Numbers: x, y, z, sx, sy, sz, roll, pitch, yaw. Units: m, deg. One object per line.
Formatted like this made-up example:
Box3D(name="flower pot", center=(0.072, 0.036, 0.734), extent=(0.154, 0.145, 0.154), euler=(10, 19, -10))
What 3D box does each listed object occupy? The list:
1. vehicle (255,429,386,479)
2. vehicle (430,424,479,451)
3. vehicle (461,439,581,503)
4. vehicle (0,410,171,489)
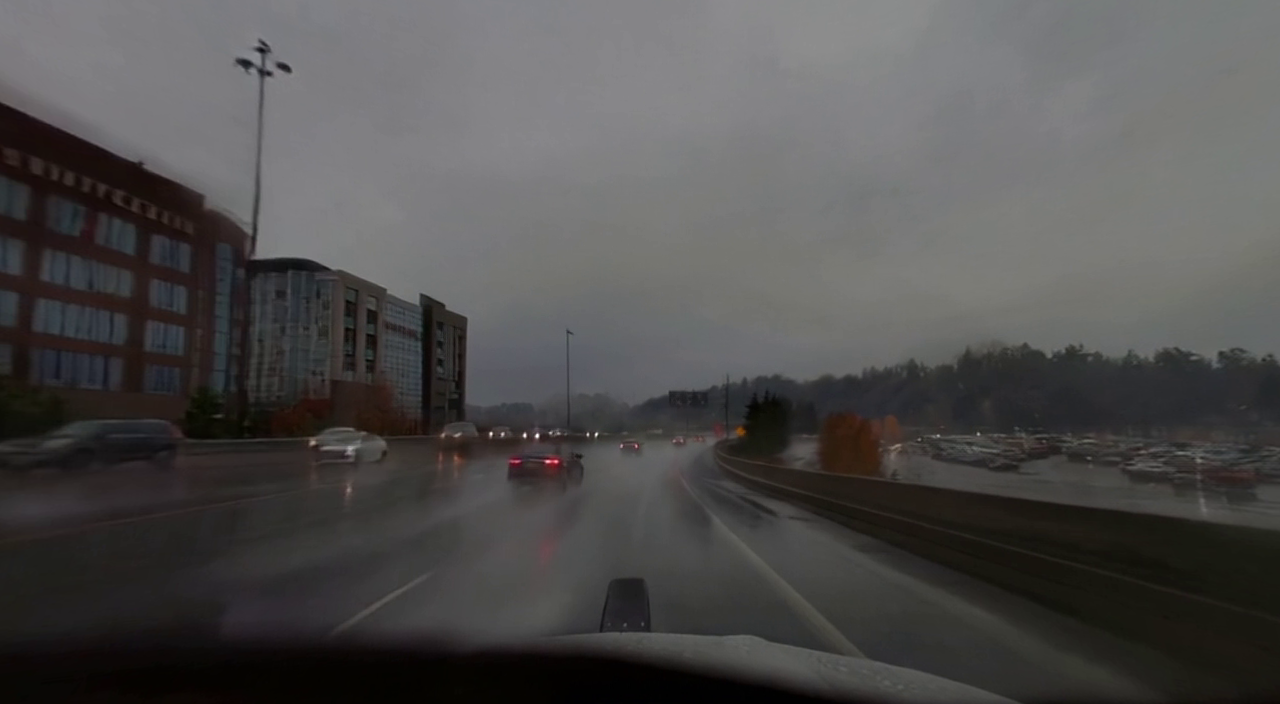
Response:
Box3D(name="vehicle", center=(-10.342, 3.348, 20.857), extent=(1.893, 1.443, 4.334), euler=(-1, -9, 3))
Box3D(name="vehicle", center=(-13.404, 6.248, 45.810), extent=(2.040, 1.803, 4.496), euler=(-1, -9, 3))
Box3D(name="vehicle", center=(-2.990, 3.119, 16.972), extent=(2.035, 1.460, 4.497), euler=(-1, -9, 4))
Box3D(name="vehicle", center=(-14.621, 2.459, 16.002), extent=(1.924, 1.699, 4.506), euler=(-1, -9, 0))
